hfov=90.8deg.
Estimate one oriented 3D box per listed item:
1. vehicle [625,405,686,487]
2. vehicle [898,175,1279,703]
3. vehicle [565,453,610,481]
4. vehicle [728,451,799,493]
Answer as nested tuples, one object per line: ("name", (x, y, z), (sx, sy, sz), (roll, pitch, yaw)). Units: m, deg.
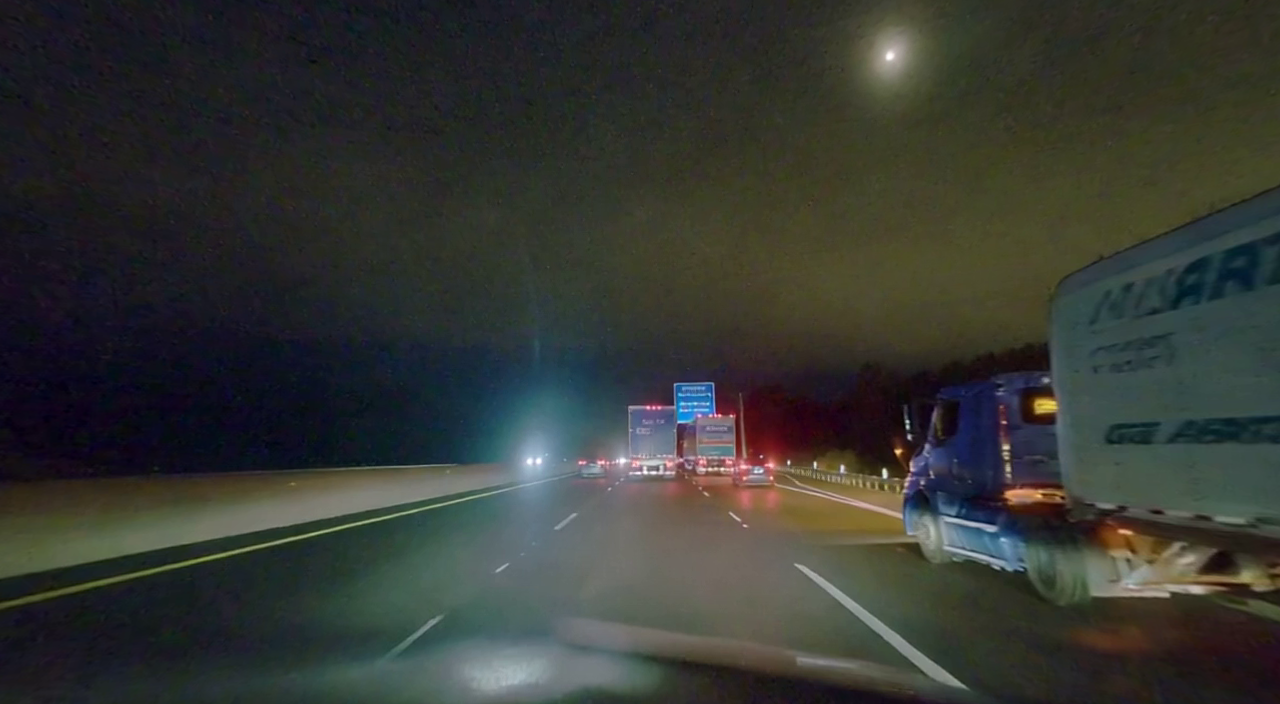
("vehicle", (0.776, 5.170, 34.673), (2.864, 3.805, 9.709), (0, -9, 1))
("vehicle", (4.224, 0.732, 4.150), (2.636, 2.599, 5.956), (-1, -9, 2))
("vehicle", (-2.948, 6.569, 36.146), (2.067, 1.452, 4.085), (-1, -9, 2))
("vehicle", (4.920, 4.853, 25.907), (2.086, 1.530, 4.808), (-1, -9, 2))
